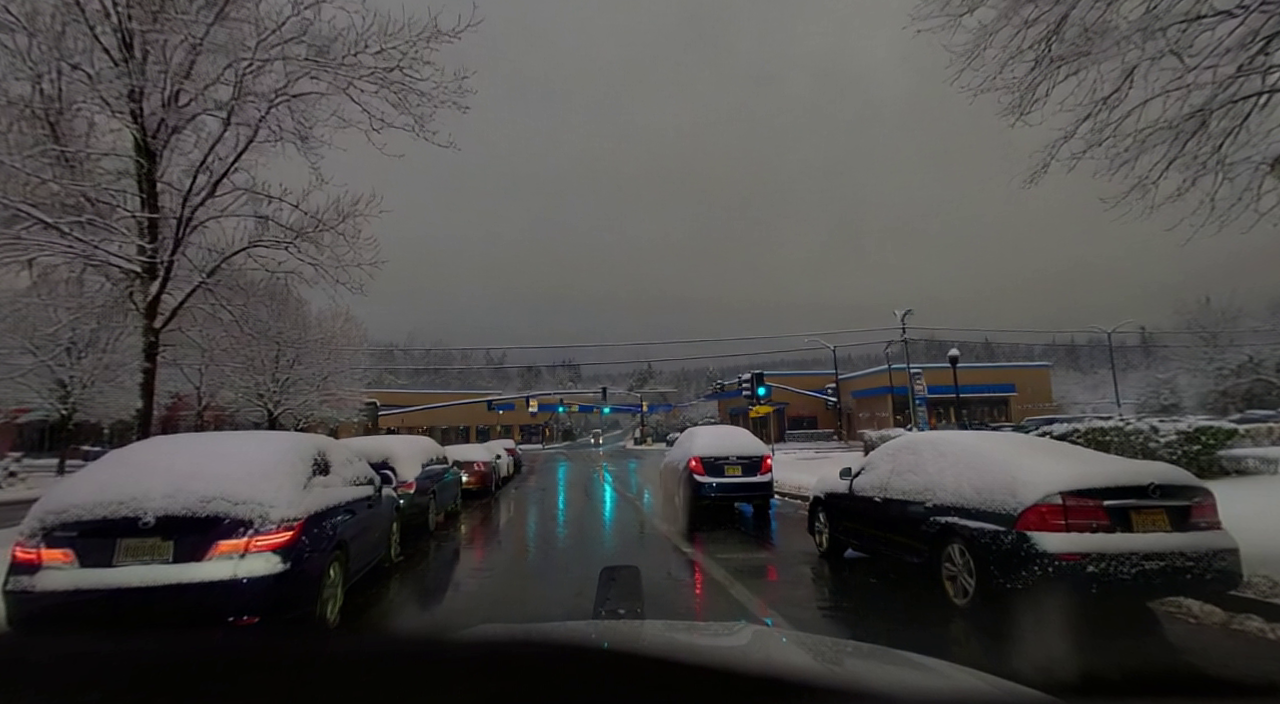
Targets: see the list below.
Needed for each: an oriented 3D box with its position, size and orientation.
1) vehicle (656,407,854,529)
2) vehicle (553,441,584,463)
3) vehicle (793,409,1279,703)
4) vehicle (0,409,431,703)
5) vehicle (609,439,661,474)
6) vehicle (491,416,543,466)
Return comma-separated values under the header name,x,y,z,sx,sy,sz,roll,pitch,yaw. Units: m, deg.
name,x,y,z,sx,sy,sz,roll,pitch,yaw
vehicle,1.905,2.244,12.870,2.324,1.907,5.634,1,-8,-7
vehicle,-5.276,7.343,46.531,2.095,1.473,4.301,1,-8,-7
vehicle,3.160,1.399,5.634,1.904,1.494,4.864,1,-8,-6
vehicle,-2.903,1.341,5.131,1.968,1.497,4.286,2,-9,-14
vehicle,-0.319,4.779,29.189,1.910,1.493,4.490,1,-8,-7
vehicle,-8.583,6.363,45.040,2.820,3.263,7.986,1,-8,-6
